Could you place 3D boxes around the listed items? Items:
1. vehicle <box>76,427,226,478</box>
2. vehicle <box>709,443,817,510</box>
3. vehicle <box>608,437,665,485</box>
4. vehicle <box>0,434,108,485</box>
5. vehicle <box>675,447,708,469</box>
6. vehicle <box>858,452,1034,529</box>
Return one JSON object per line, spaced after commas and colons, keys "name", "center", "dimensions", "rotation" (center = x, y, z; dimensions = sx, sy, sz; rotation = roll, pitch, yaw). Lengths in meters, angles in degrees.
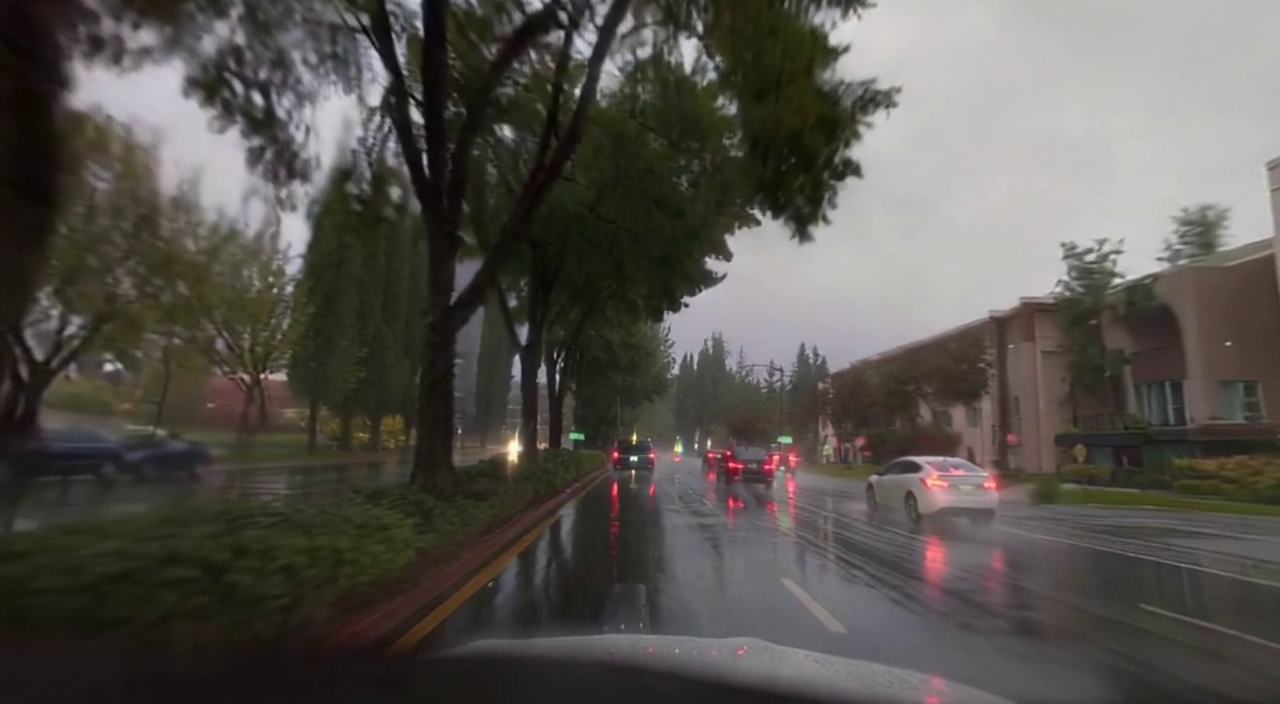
{"name": "vehicle", "center": [-19.092, 3.955, 24.903], "dimensions": [2.043, 1.707, 4.798], "rotation": [3, -9, -1]}
{"name": "vehicle", "center": [3.036, 3.154, 16.444], "dimensions": [1.932, 1.510, 4.168], "rotation": [0, -8, -1]}
{"name": "vehicle", "center": [-0.089, 4.196, 24.486], "dimensions": [2.008, 1.674, 4.239], "rotation": [0, -8, 1]}
{"name": "vehicle", "center": [-19.048, 3.222, 18.934], "dimensions": [1.905, 1.428, 4.637], "rotation": [0, -8, 0]}
{"name": "vehicle", "center": [3.644, 7.567, 45.164], "dimensions": [2.012, 1.462, 4.163], "rotation": [0, -8, -1]}
{"name": "vehicle", "center": [6.860, 3.113, 14.699], "dimensions": [1.944, 1.458, 4.268], "rotation": [0, -8, 0]}
